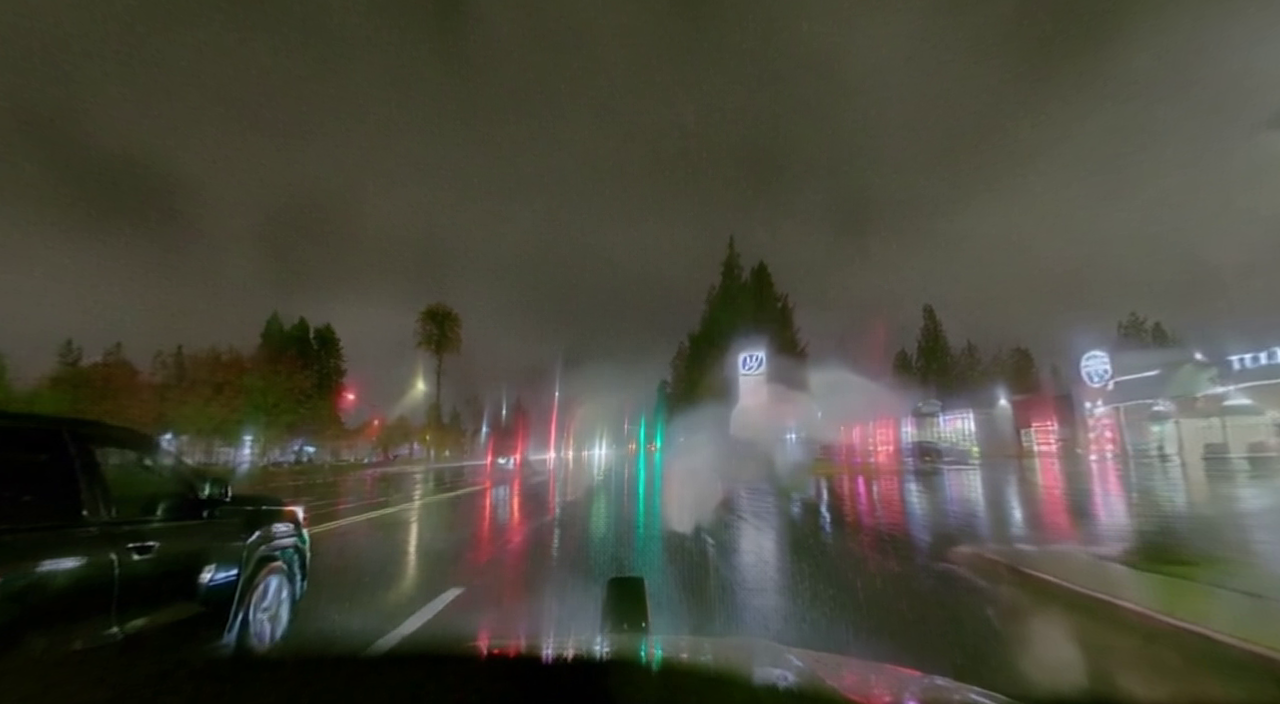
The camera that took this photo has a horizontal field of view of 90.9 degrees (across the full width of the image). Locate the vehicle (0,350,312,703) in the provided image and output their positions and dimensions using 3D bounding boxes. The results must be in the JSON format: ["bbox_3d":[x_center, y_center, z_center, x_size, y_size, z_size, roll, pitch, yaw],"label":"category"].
[{"bbox_3d":[-3.298,0.820,2.133,2.127,1.654,4.121,0,-8,0],"label":"vehicle"}]

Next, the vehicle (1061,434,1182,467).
[{"bbox_3d":[26.749,5.476,35.380,2.672,1.580,5.933,-3,-8,7],"label":"vehicle"}]

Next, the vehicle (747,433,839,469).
[{"bbox_3d":[8.904,5.768,36.812,5.031,1.951,2.184,-2,-9,15],"label":"vehicle"}]

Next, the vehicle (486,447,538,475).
[{"bbox_3d":[-7.351,6.274,36.660,1.990,1.483,4.410,0,-8,1],"label":"vehicle"}]

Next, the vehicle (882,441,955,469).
[{"bbox_3d":[15.899,5.873,36.234,2.177,1.397,4.511,-2,-8,1],"label":"vehicle"}]
